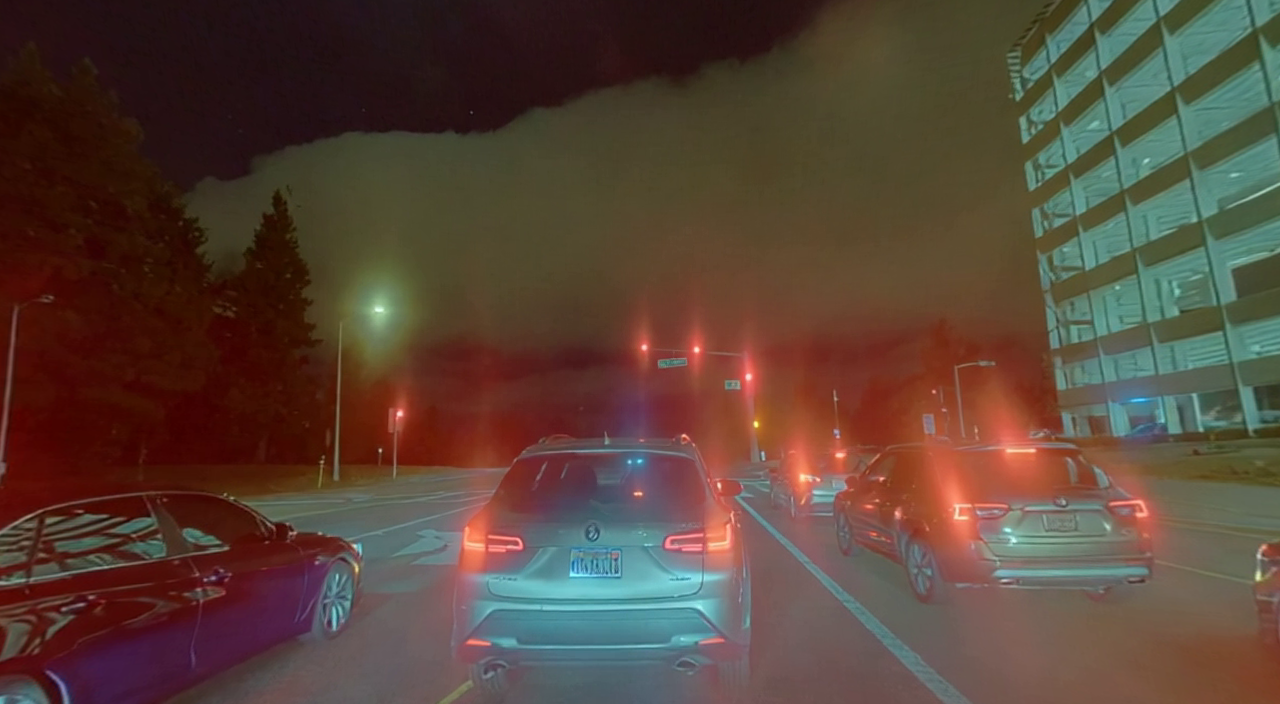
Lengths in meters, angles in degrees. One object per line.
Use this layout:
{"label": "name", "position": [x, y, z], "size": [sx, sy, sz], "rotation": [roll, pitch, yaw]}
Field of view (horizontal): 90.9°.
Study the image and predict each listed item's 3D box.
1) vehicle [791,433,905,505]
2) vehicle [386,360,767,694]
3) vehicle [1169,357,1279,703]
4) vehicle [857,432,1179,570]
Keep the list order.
{"label": "vehicle", "position": [5.325, 3.030, 16.736], "size": [1.994, 1.638, 4.100], "rotation": [-1, -9, 6]}
{"label": "vehicle", "position": [-0.211, 1.232, 5.563], "size": [2.021, 1.742, 4.295], "rotation": [-1, -8, 4]}
{"label": "vehicle", "position": [4.054, 0.599, 1.106], "size": [1.993, 1.719, 4.953], "rotation": [0, -8, 1]}
{"label": "vehicle", "position": [4.891, 1.959, 9.173], "size": [1.963, 1.480, 4.553], "rotation": [0, -8, 2]}
